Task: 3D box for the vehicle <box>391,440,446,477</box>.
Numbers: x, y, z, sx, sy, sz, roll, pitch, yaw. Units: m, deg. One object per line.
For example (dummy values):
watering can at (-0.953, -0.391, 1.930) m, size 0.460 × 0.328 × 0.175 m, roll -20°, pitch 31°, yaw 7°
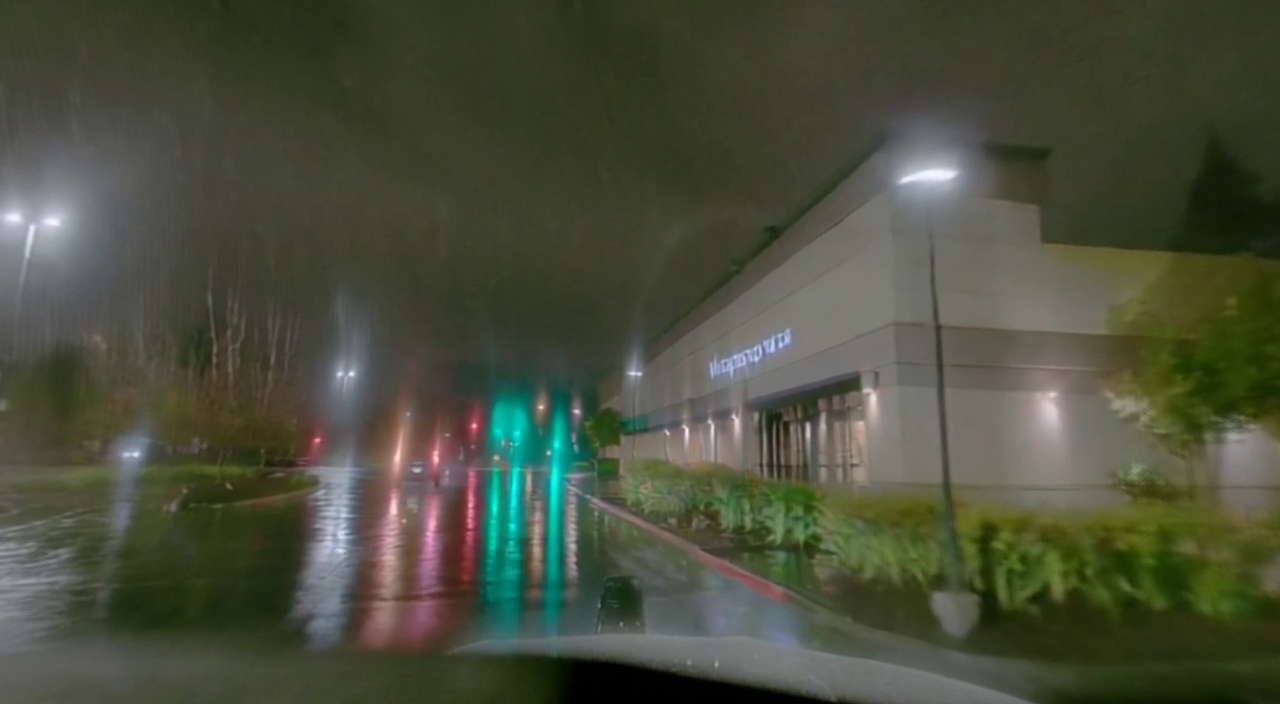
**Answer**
vehicle at (-11.868, 5.707, 34.160) m, size 2.180 × 1.806 × 4.541 m, roll 2°, pitch -9°, yaw -12°
